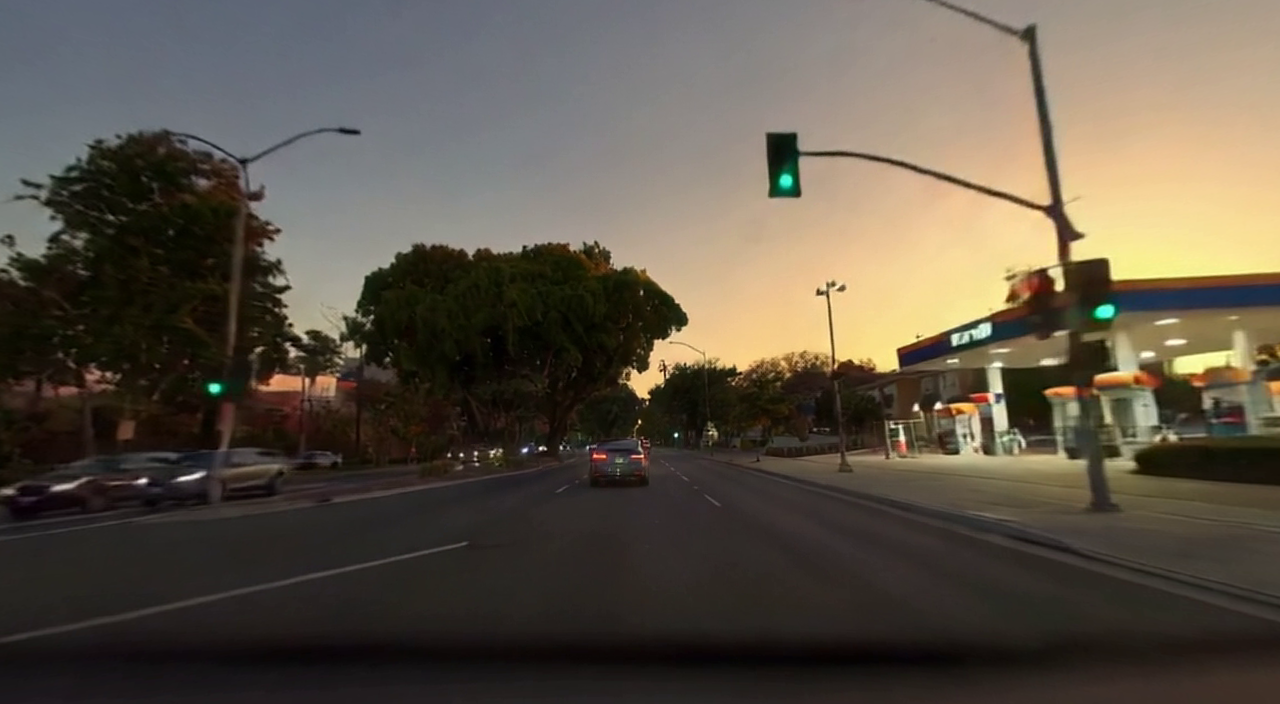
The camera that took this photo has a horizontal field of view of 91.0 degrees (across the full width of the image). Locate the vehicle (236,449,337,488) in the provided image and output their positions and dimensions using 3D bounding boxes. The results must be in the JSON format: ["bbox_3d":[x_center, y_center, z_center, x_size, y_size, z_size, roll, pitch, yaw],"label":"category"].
[{"bbox_3d":[-15.724,5.163,28.337,1.885,1.561,4.473,0,-8,1],"label":"vehicle"}]

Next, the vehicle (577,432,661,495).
[{"bbox_3d":[-0.512,3.029,17.519,2.062,1.519,4.214,0,-8,0],"label":"vehicle"}]

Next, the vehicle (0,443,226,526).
[{"bbox_3d":[-12.340,3.005,14.963,1.994,1.647,4.331,0,-8,0],"label":"vehicle"}]

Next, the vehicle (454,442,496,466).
[{"bbox_3d":[-12.521,7.740,47.957,1.943,1.668,4.331,0,-8,1],"label":"vehicle"}]

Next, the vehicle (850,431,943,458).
[{"bbox_3d":[15.751,5.695,38.836,4.812,1.549,2.015,-1,-9,-1],"label":"vehicle"}]
